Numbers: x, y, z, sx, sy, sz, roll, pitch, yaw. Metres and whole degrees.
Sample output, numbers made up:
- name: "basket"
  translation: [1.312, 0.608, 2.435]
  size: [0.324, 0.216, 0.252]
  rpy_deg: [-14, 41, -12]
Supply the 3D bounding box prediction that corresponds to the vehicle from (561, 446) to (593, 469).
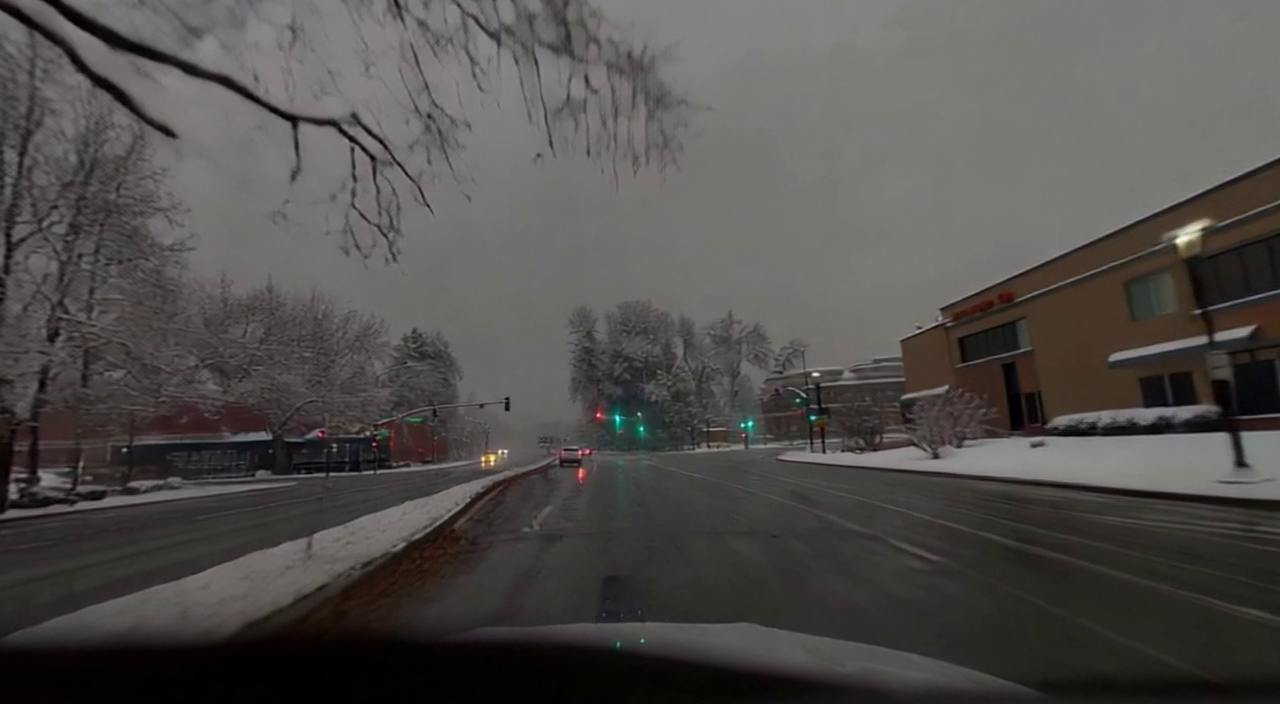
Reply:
- name: "vehicle"
  translation: [-4.237, 7.160, 42.976]
  size: [2.018, 1.512, 4.304]
  rpy_deg: [1, -9, -4]
